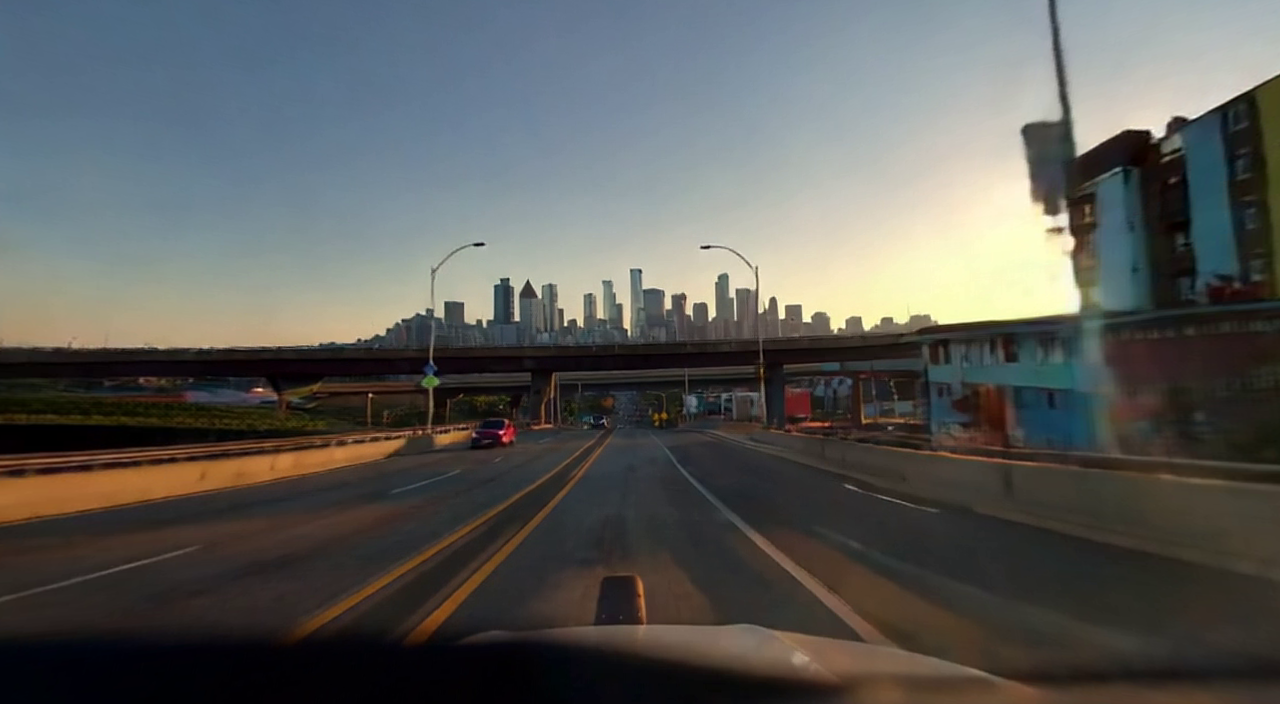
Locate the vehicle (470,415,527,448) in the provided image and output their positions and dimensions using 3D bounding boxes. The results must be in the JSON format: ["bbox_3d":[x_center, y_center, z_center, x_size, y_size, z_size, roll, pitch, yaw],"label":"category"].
[{"bbox_3d":[-7.635,4.410,34.503,2.025,1.664,4.459,0,-9,1],"label":"vehicle"}]

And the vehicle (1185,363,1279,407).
[{"bbox_3d":[27.194,1.491,28.360,3.698,1.510,1.672,-3,-15,-2],"label":"vehicle"}]
